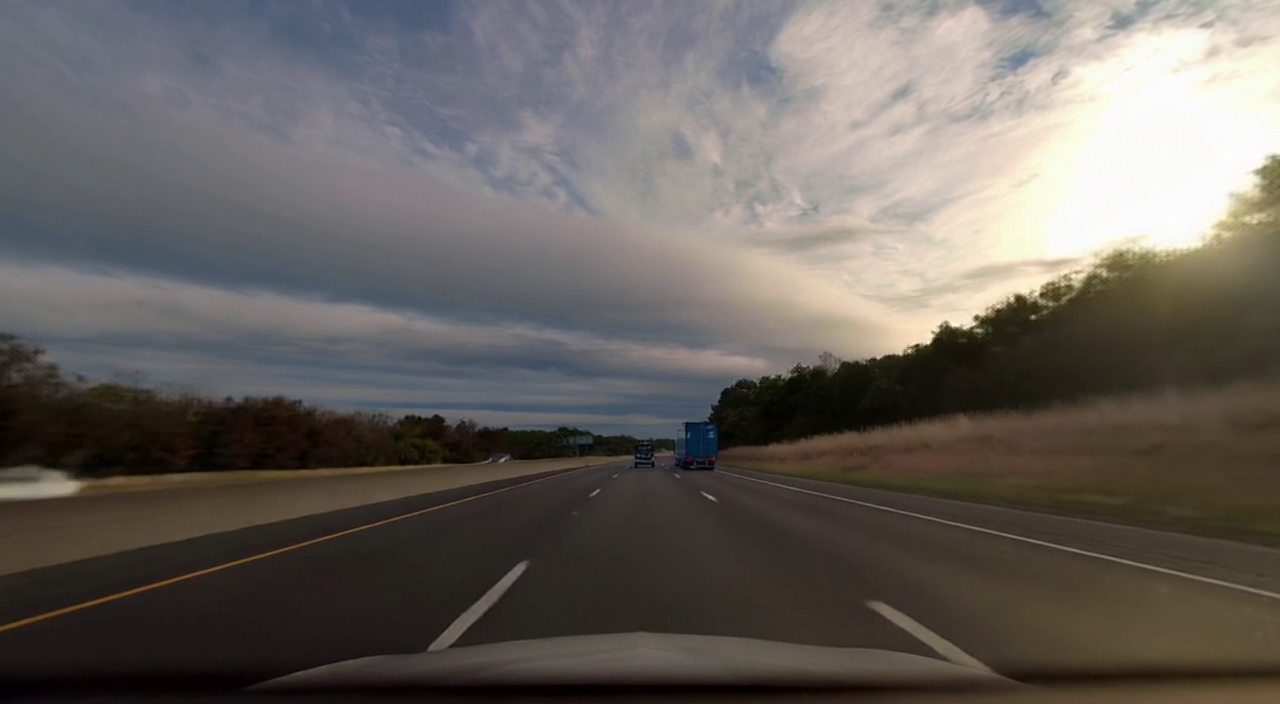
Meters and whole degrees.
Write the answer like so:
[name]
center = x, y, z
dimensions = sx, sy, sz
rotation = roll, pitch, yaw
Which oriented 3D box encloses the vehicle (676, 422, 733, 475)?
[vehicle]
center = 4.450, 6.961, 45.482
dimensions = 2.960, 3.381, 8.914
rotation = 0, -9, -1
